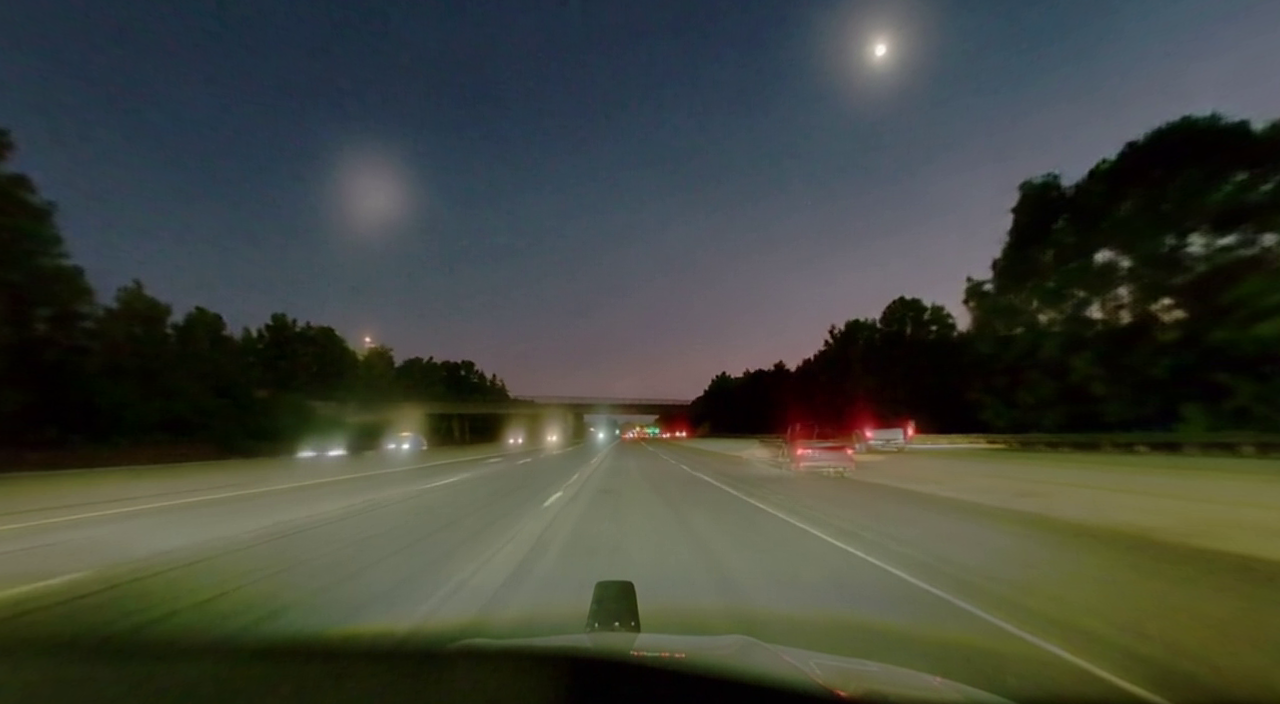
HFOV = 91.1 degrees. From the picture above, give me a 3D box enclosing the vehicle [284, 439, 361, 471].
[{"bbox_3d":[-16.416,5.291,32.701,1.947,1.519,4.008,0,-8,-1],"label":"vehicle"}]
